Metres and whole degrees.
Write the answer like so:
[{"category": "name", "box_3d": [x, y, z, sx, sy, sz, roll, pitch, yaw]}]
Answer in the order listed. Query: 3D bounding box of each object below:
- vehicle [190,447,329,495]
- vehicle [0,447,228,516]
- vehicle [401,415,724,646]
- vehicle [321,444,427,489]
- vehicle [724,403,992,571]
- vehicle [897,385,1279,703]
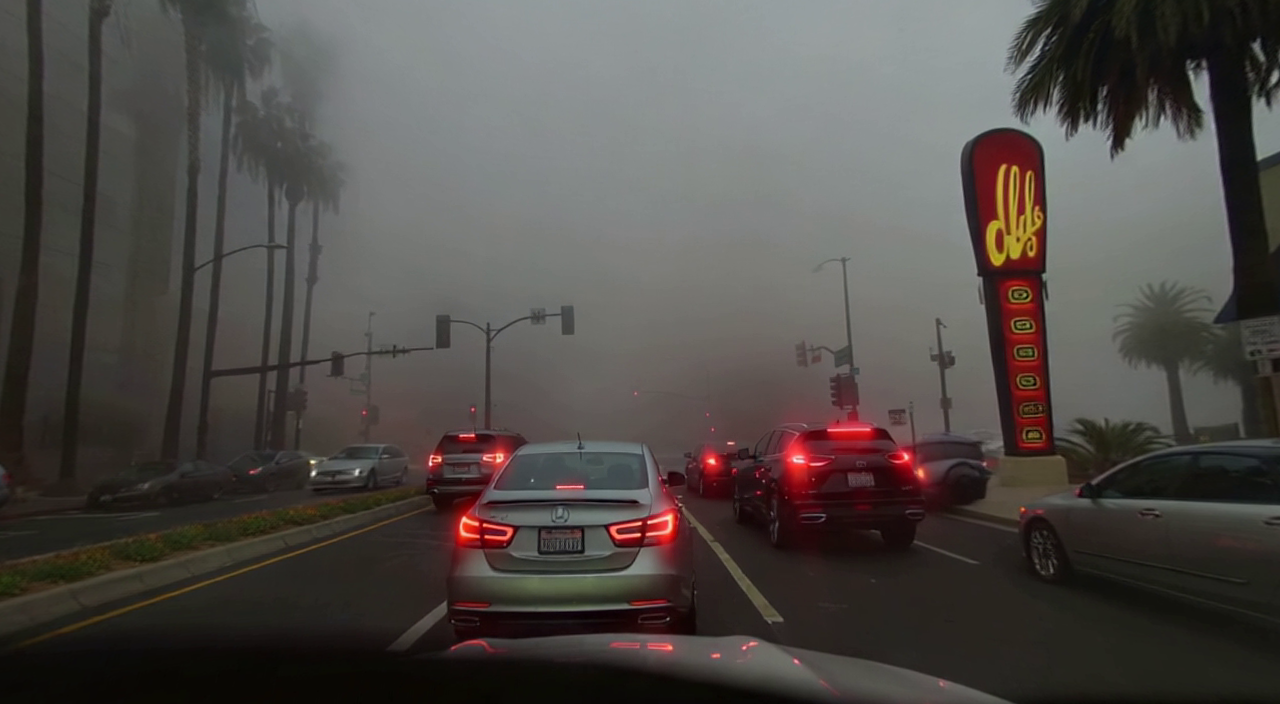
[{"category": "vehicle", "box_3d": [-12.874, 4.018, 21.815, 1.856, 1.455, 4.700, 0, -9, 0]}, {"category": "vehicle", "box_3d": [-12.851, 3.138, 15.926, 1.870, 1.475, 4.531, 0, -9, 0]}, {"category": "vehicle", "box_3d": [-0.511, 1.471, 6.228, 2.096, 1.492, 4.071, 0, -9, 0]}, {"category": "vehicle", "box_3d": [-9.389, 4.048, 22.759, 1.949, 1.442, 4.502, 0, -9, -1]}, {"category": "vehicle", "box_3d": [2.626, 1.765, 9.007, 2.096, 1.775, 4.440, 0, -9, -2]}, {"category": "vehicle", "box_3d": [2.607, 0.812, 1.488, 2.085, 1.469, 4.458, 0, -9, -1]}]
